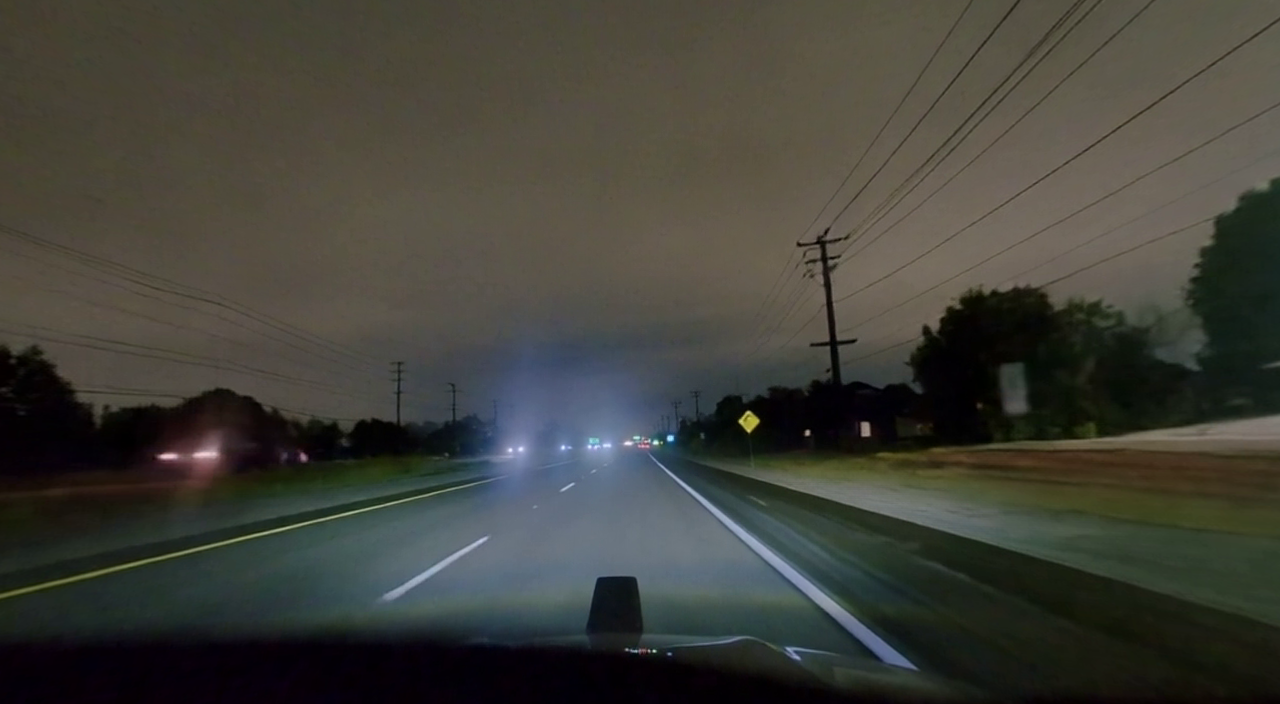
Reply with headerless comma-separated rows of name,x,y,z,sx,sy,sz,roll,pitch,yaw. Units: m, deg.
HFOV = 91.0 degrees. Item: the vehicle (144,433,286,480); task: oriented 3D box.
vehicle,-21.346,5.281,32.190,2.613,2.110,6.543,0,-9,1
